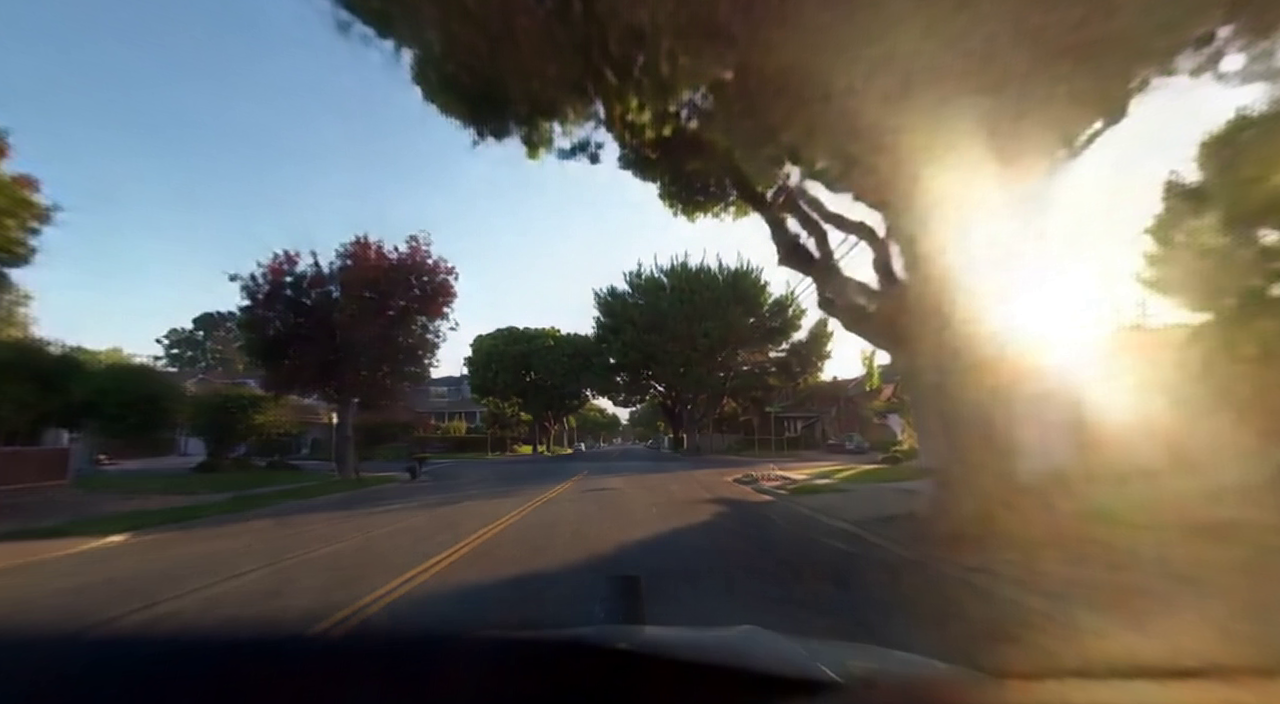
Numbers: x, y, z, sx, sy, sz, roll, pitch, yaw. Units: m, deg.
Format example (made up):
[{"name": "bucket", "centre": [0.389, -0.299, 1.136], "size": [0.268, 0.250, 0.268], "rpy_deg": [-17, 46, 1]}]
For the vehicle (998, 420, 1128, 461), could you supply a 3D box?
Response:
[{"name": "vehicle", "centre": [16.447, 3.510, 24.824], "size": [1.783, 1.431, 4.757], "rpy_deg": [0, -8, -1]}]
